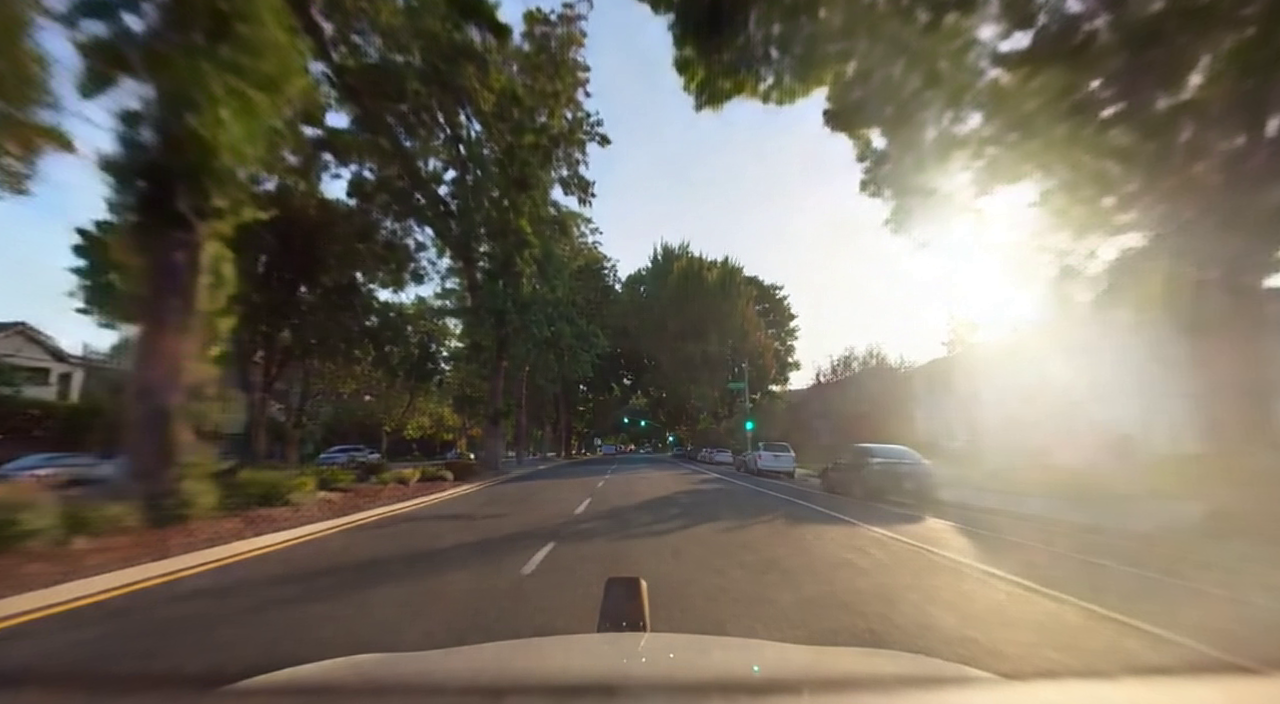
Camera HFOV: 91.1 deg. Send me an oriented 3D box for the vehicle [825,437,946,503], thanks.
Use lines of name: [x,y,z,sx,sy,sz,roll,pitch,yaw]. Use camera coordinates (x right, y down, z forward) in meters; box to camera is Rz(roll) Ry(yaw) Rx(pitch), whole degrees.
vehicle: [7.086,3.436,18.702,1.910,1.686,4.399,0,-9,2]

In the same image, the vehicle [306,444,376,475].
vehicle: [-20.873,7.467,44.085,2.196,1.854,5.677,-1,-7,-1]

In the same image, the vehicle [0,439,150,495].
vehicle: [-21.367,4.251,23.612,1.990,1.844,4.902,0,-9,-2]

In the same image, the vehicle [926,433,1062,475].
vehicle: [15.118,4.379,27.056,4.554,1.727,2.085,0,-9,3]

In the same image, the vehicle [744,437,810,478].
vehicle: [6.754,5.268,31.544,2.032,1.844,4.964,0,-9,-2]

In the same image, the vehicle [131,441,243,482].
vehicle: [-21.431,5.200,30.011,1.901,1.785,4.676,0,-9,-1]
